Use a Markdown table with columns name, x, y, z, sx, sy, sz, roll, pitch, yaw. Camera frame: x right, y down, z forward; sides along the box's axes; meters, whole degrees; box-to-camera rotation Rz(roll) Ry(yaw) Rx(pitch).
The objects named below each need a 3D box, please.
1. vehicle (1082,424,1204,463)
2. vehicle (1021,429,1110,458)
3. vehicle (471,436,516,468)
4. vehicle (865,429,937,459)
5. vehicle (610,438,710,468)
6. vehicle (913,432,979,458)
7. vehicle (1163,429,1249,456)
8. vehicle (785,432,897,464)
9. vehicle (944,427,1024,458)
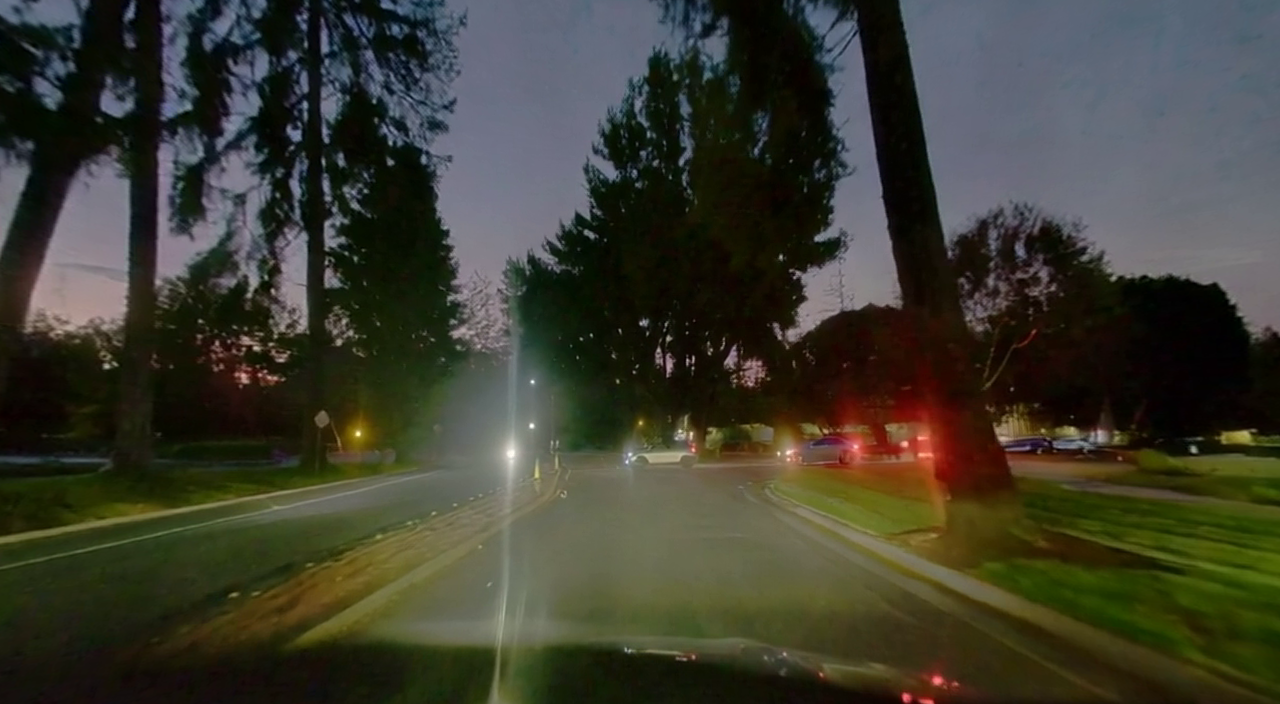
| name | x | y | z | sx | sy | sz | roll | pitch | yaw |
| --- | --- | --- | --- | --- | --- | --- | --- | --- | --- |
| vehicle | 21.147 | 3.887 | 26.635 | 3.830 | 1.429 | 1.890 | 4 | -10 | -10 |
| vehicle | 25.684 | 5.559 | 38.372 | 1.919 | 1.592 | 4.607 | 0 | -9 | -5 |
| vehicle | -8.891 | 6.109 | 38.700 | 2.100 | 1.771 | 4.463 | 0 | -8 | -6 |
| vehicle | 15.482 | 5.528 | 37.761 | 2.073 | 1.642 | 4.468 | 0 | -9 | -6 |
| vehicle | 1.031 | 5.395 | 33.736 | 4.890 | 1.478 | 2.253 | -6 | -10 | 34 |
| vehicle | 17.985 | 5.481 | 37.290 | 1.673 | 1.436 | 3.700 | 0 | -8 | -8 |
| vehicle | 36.120 | 5.794 | 40.458 | 1.790 | 1.665 | 3.807 | 0 | -8 | -4 |
| vehicle | 9.968 | 4.807 | 31.630 | 4.870 | 1.507 | 2.073 | -1 | -9 | 0 |
| vehicle | 20.716 | 5.514 | 38.306 | 2.023 | 1.736 | 4.227 | 1 | -9 | -8 |
